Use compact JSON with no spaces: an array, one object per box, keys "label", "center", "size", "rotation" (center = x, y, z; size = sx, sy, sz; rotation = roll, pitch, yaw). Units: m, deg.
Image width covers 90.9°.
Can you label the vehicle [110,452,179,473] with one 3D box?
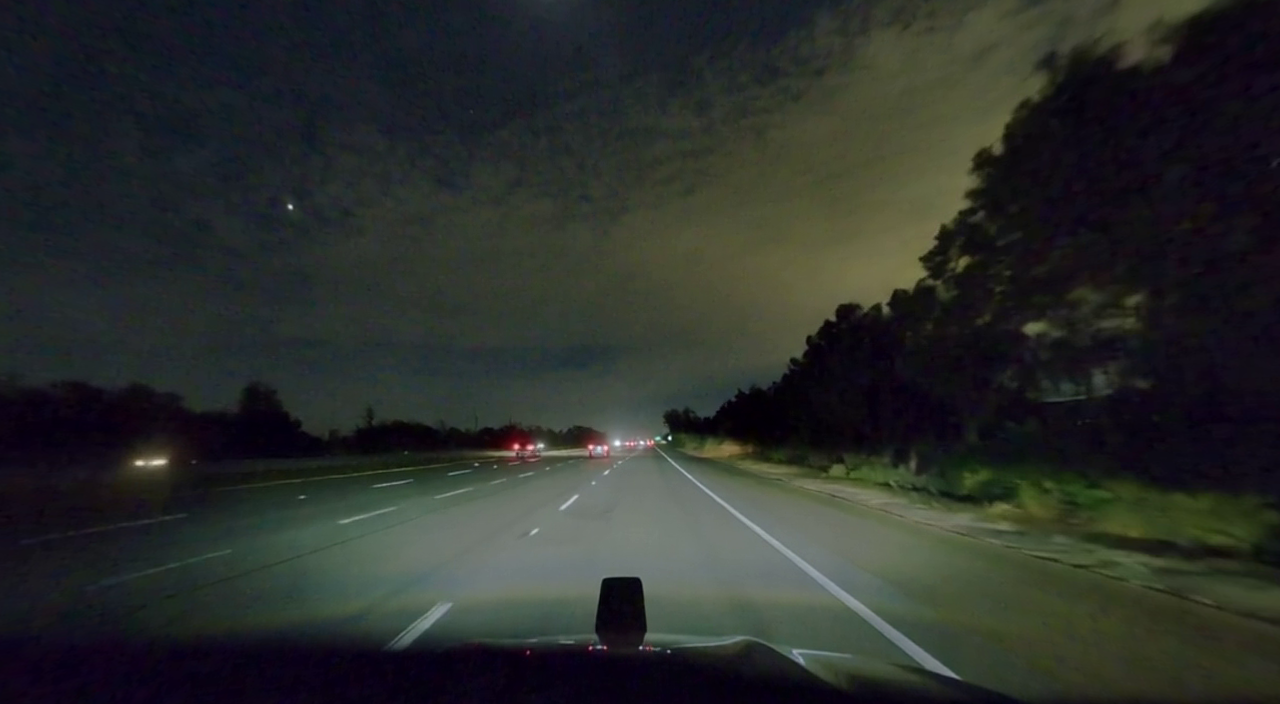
[{"label":"vehicle","center":[-36.583,8.144,46.683],"size":[1.736,1.463,4.104],"rotation":[-1,-8,1]}]
